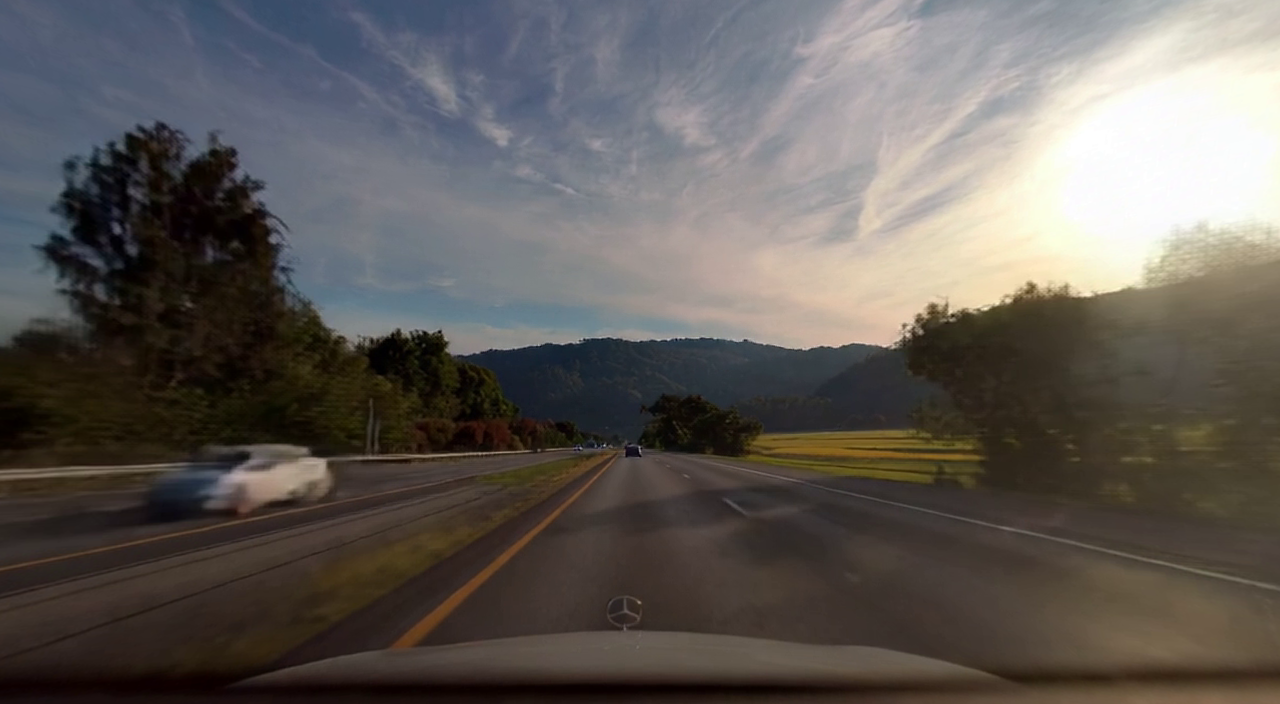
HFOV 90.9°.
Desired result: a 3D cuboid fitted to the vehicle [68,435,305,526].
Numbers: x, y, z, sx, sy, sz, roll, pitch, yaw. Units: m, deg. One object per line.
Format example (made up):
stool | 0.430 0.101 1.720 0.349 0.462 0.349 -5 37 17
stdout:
vehicle | -8.215 2.338 11.906 1.739 1.432 3.639 0 -9 0
